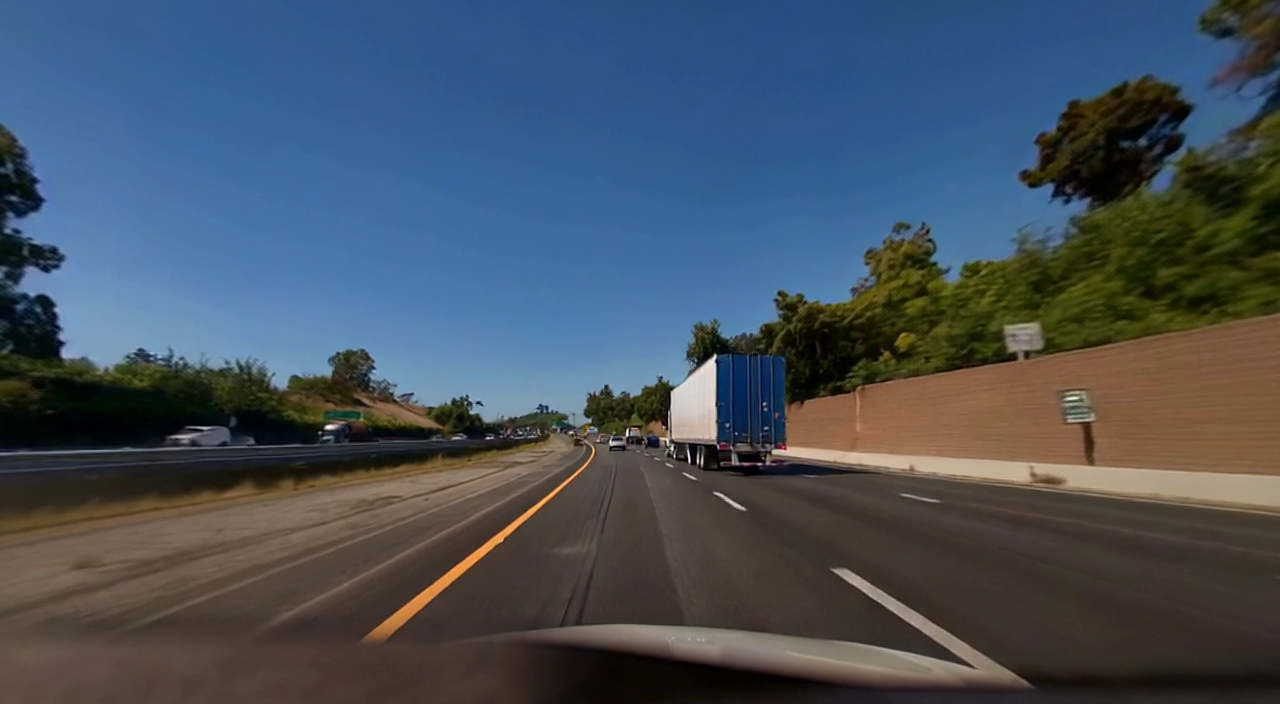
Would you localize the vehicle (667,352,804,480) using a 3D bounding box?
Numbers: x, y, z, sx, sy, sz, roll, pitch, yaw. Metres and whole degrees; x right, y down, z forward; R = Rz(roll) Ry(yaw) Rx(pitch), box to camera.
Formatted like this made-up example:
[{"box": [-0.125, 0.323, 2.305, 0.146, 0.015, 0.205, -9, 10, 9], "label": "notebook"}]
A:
[{"box": [3.303, 2.914, 26.994, 2.965, 4.033, 14.299, 0, -7, -3], "label": "vehicle"}]
